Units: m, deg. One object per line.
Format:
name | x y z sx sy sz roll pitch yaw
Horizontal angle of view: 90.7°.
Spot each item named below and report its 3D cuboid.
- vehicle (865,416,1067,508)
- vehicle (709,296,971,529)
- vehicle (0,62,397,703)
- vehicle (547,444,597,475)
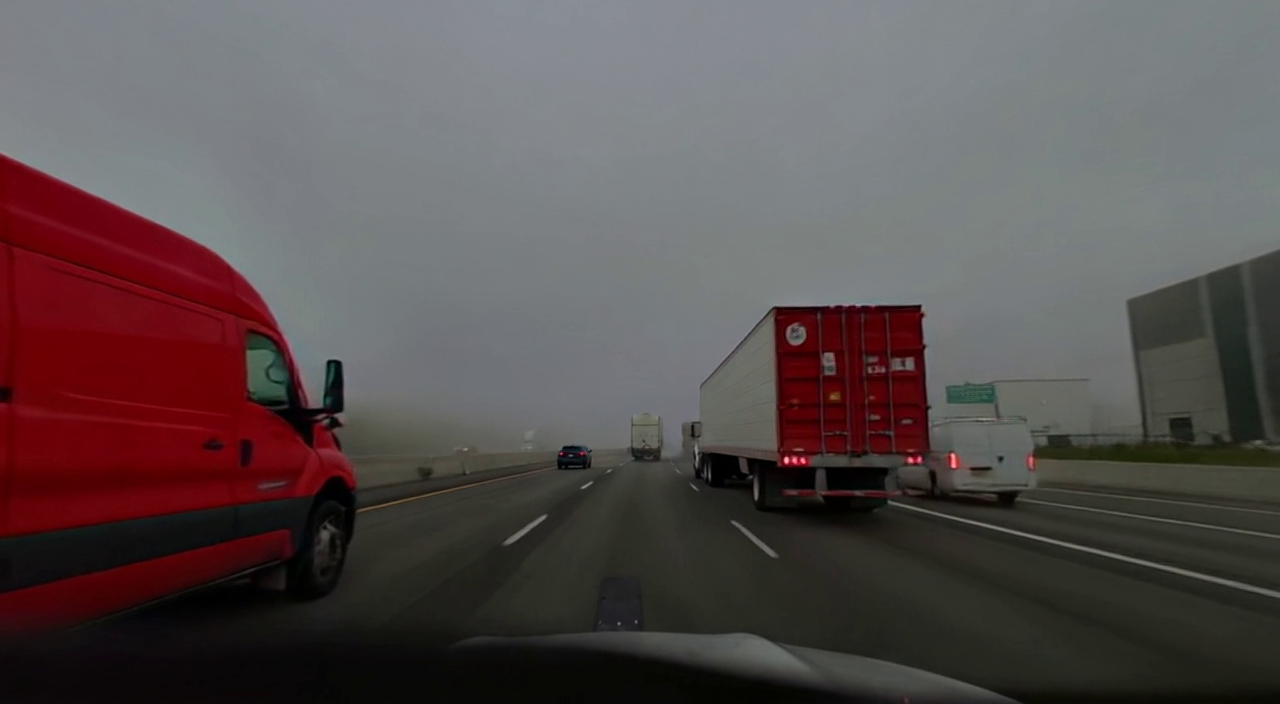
vehicle | 7.977 2.776 16.415 2.216 1.918 5.742 1 -9 0
vehicle | 4.092 1.970 17.439 2.951 3.974 13.340 -1 -8 1
vehicle | -3.783 0.406 3.078 2.557 2.855 6.674 0 -9 0
vehicle | -3.430 5.493 32.636 2.024 1.472 4.014 -1 -8 1
